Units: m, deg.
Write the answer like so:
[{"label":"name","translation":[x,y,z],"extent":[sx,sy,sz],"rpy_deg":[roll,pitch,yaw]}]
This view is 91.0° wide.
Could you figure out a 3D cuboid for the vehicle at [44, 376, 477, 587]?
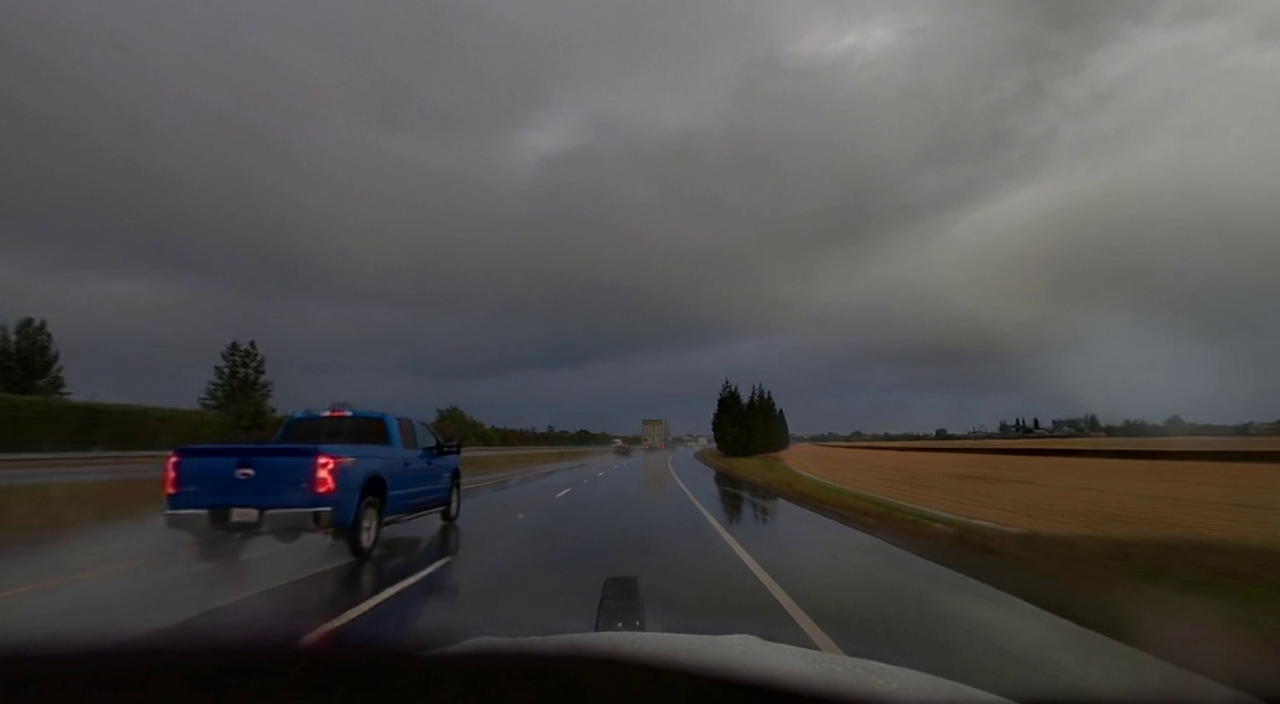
[{"label":"vehicle","translation":[-3.936,1.486,7.995],"extent":[2.295,1.815,4.983],"rpy_deg":[0,-9,1]}]
